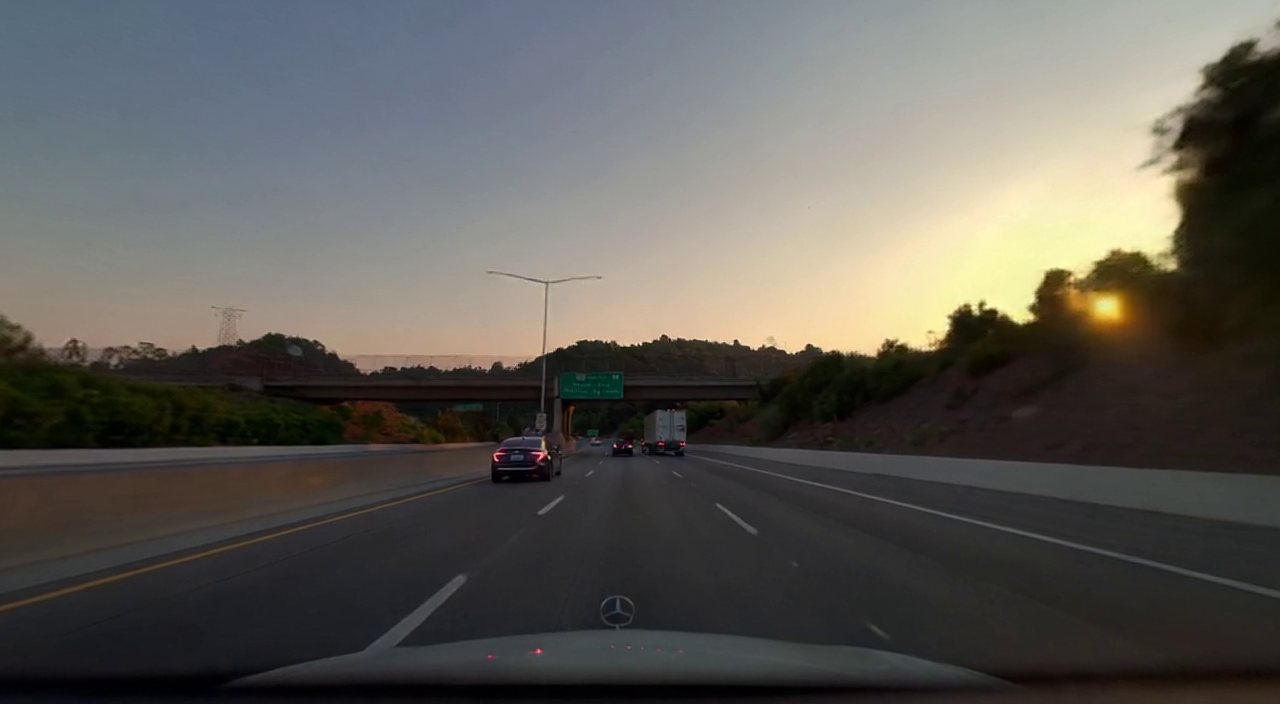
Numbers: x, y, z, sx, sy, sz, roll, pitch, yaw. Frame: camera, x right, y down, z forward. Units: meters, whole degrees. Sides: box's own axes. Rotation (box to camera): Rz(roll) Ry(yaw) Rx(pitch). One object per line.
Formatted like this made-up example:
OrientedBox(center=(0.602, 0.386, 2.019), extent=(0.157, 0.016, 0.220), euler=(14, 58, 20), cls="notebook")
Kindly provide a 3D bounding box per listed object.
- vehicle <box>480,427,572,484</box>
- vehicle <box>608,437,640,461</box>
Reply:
OrientedBox(center=(-3.876, 3.614, 22.303), extent=(2.377, 1.747, 4.703), euler=(0, -8, 0), cls="vehicle")
OrientedBox(center=(-1.120, 6.766, 44.073), extent=(2.125, 1.542, 3.816), euler=(0, -8, -1), cls="vehicle")
